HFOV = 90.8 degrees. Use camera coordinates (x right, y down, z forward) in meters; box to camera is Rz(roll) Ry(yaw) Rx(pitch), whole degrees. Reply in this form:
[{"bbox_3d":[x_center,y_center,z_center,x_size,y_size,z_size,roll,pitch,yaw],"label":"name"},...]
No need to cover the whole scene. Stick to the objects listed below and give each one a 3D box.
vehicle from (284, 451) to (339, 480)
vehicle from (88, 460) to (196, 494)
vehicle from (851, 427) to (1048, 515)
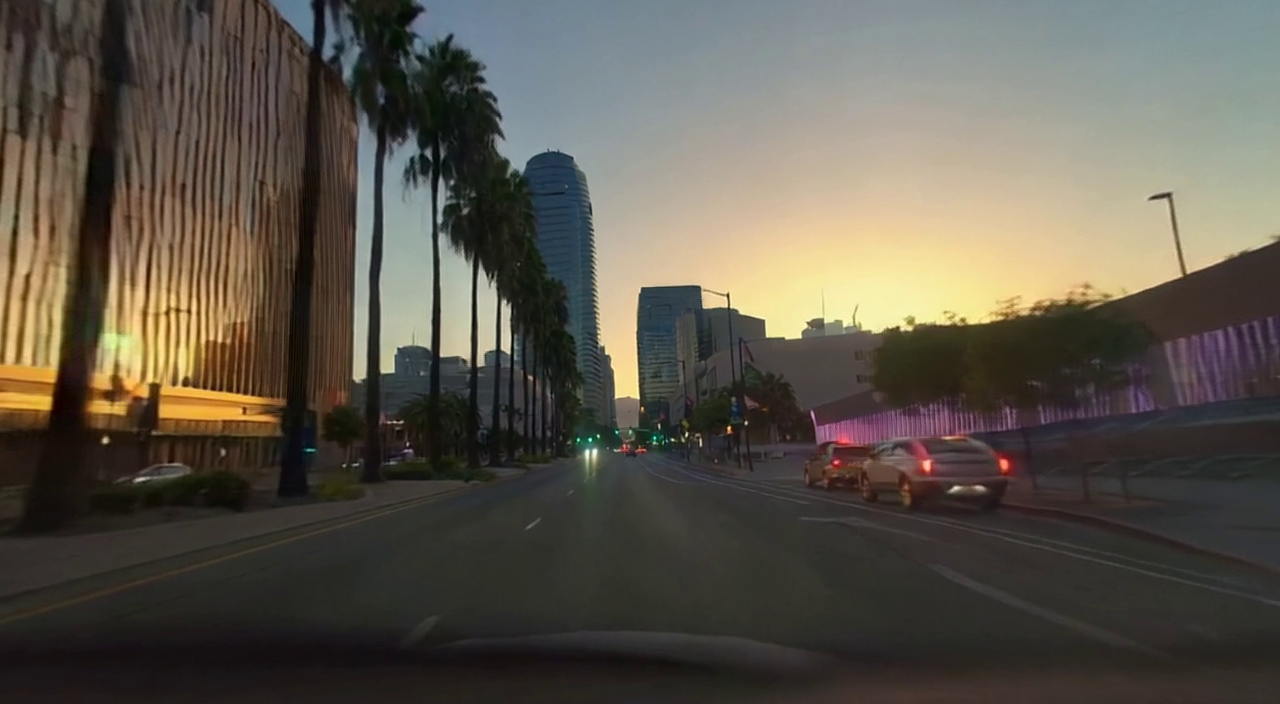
[{"bbox_3d":[-19.932,6.852,38.446,1.703,1.493,3.803,0,-7,-7],"label":"vehicle"},{"bbox_3d":[-24.749,6.188,31.632,1.801,1.444,4.640,0,-9,-3],"label":"vehicle"},{"bbox_3d":[6.898,2.701,14.805,2.225,1.727,4.418,0,-9,-2],"label":"vehicle"}]
